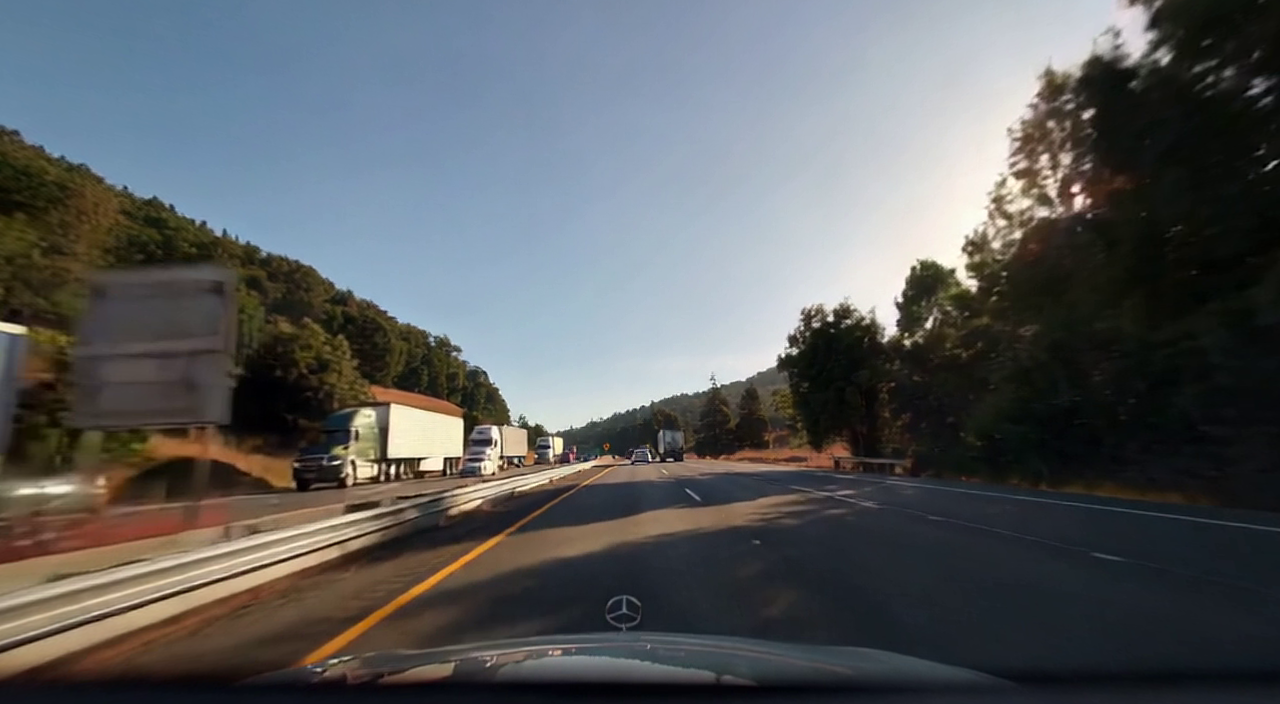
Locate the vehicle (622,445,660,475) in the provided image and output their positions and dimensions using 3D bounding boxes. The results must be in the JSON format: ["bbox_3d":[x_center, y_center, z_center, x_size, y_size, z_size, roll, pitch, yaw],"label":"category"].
[{"bbox_3d":[0.037,6.427,37.676,2.137,1.689,4.051,0,-9,-1],"label":"vehicle"}]

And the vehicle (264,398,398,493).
[{"bbox_3d":[-14.244,4.418,29.757,2.937,3.963,5.873,-1,-9,3],"label":"vehicle"}]

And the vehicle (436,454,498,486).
[{"bbox_3d":[-8.526,5.839,31.532,1.911,1.442,4.392,0,-9,-1],"label":"vehicle"}]
